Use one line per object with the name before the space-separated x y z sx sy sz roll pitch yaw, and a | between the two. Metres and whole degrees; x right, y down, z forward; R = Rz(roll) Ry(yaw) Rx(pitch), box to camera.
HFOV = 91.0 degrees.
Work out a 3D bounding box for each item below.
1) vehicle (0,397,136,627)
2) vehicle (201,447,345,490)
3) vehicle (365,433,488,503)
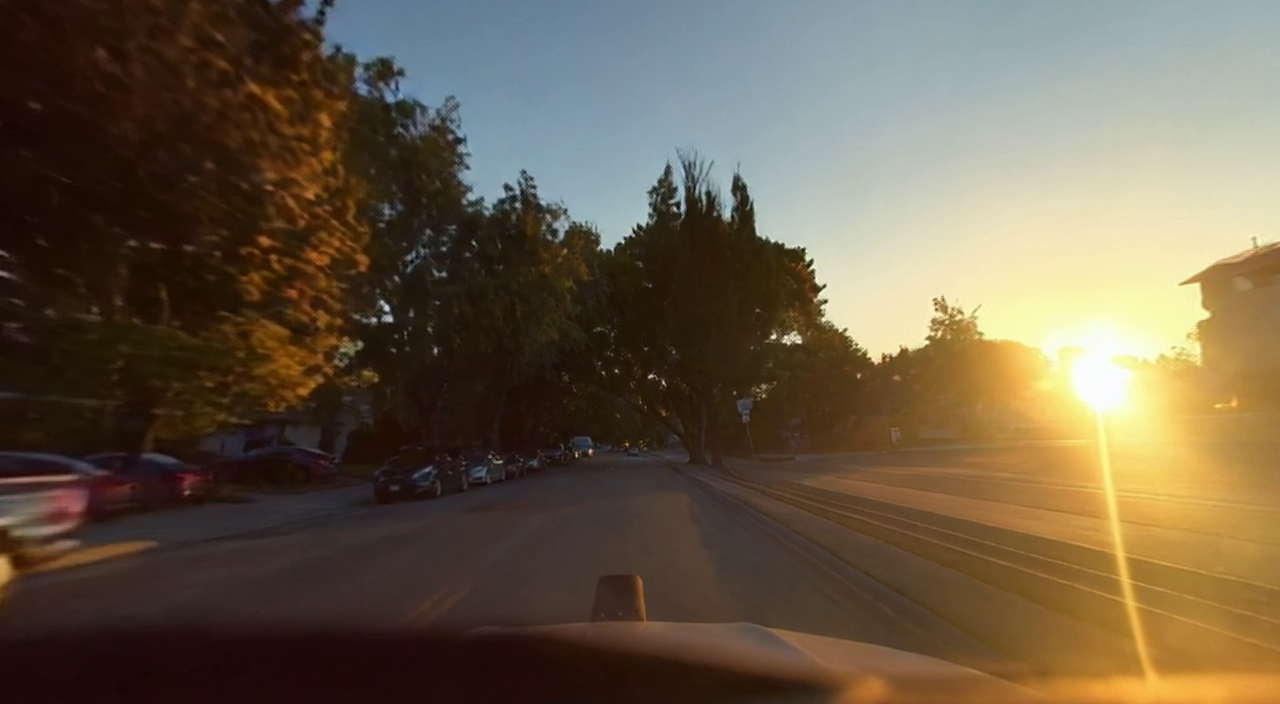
vehicle | -6.467 1.107 3.753 2.350 1.892 5.542 1 -8 -1
vehicle | -14.019 4.449 24.264 4.189 1.450 2.196 -1 -9 0
vehicle | -6.544 3.604 20.065 2.020 1.842 5.116 1 -8 1
